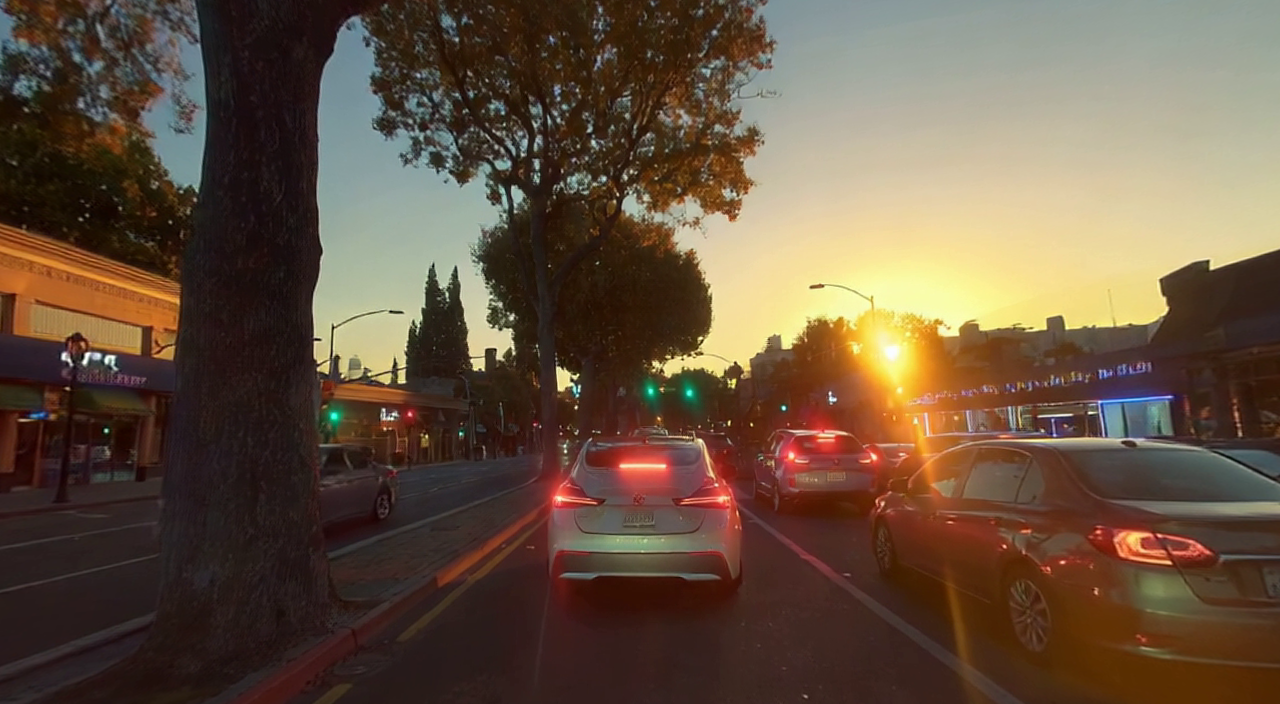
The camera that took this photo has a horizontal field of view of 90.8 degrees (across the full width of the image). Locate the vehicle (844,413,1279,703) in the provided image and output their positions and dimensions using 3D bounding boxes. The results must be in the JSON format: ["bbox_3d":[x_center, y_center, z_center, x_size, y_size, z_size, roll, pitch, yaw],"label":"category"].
[{"bbox_3d":[3.392,1.366,5.308,1.988,1.480,4.195,0,-9,1],"label":"vehicle"}]

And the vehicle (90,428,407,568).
[{"bbox_3d":[-5.279,1.999,9.509,1.898,1.542,4.689,0,-9,-2],"label":"vehicle"}]

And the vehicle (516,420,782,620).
[{"bbox_3d":[0.058,1.537,6.614,2.006,1.487,3.535,0,-9,0],"label":"vehicle"}]
